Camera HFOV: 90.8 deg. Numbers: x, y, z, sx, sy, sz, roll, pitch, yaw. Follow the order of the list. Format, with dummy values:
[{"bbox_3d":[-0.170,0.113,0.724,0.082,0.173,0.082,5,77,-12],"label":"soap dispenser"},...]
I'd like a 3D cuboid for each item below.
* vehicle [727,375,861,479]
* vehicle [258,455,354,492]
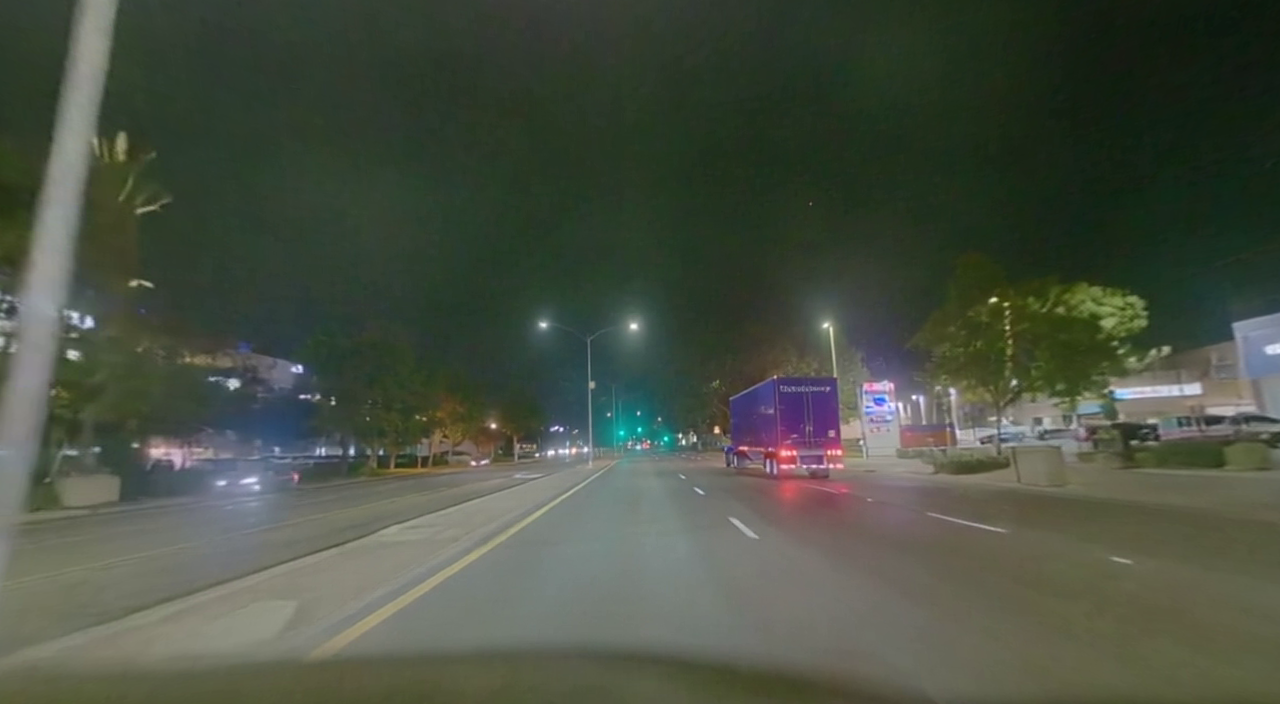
[{"bbox_3d":[6.411,3.584,28.891,3.120,3.794,11.510,0,-8,-1],"label":"vehicle"},{"bbox_3d":[-15.467,5.637,29.582,1.901,1.487,4.711,0,-9,0],"label":"vehicle"}]
